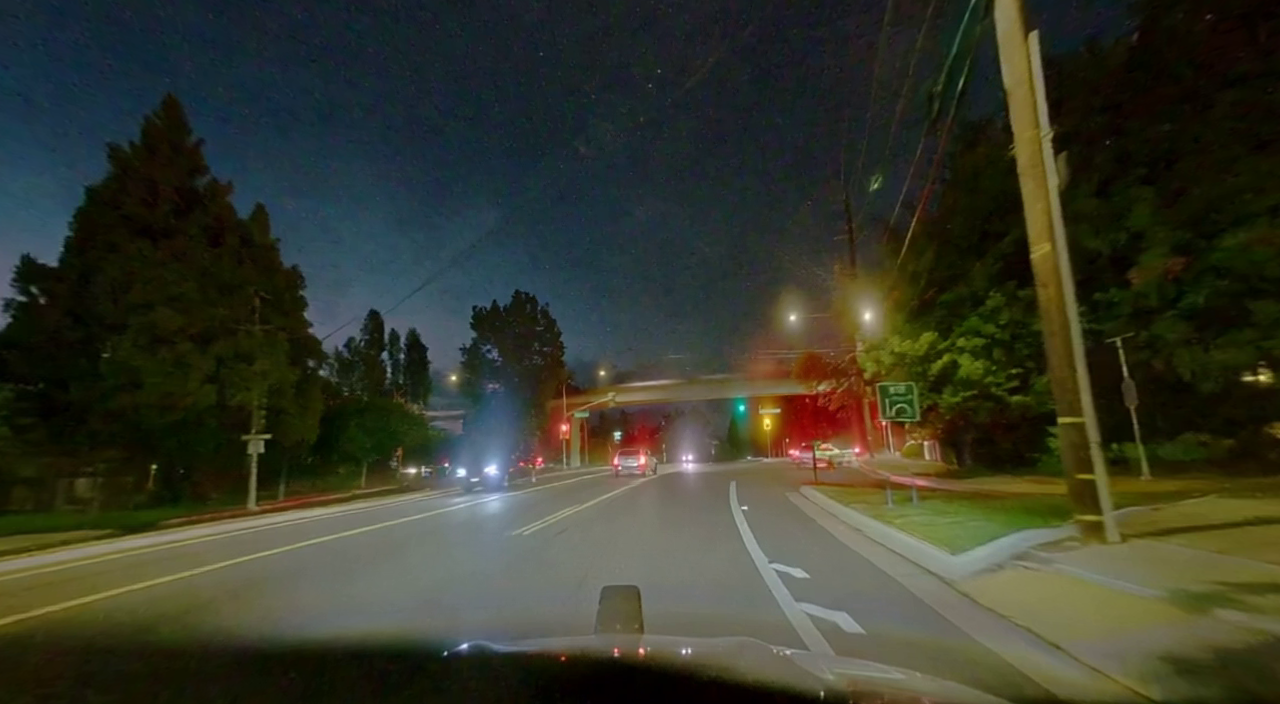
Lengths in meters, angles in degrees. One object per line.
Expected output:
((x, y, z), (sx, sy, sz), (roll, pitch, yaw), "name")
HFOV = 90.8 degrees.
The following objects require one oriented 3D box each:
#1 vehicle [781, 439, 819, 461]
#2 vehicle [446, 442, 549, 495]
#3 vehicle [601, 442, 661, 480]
((11.784, 7.169, 46.198), (2.058, 1.475, 4.587), (-3, -9, 22), "vehicle")
((-5.493, 4.569, 25.336), (2.177, 1.871, 5.550), (-1, -9, 7), "vehicle")
((-0.312, 4.897, 28.717), (1.997, 1.542, 4.202), (-1, -9, 9), "vehicle")
